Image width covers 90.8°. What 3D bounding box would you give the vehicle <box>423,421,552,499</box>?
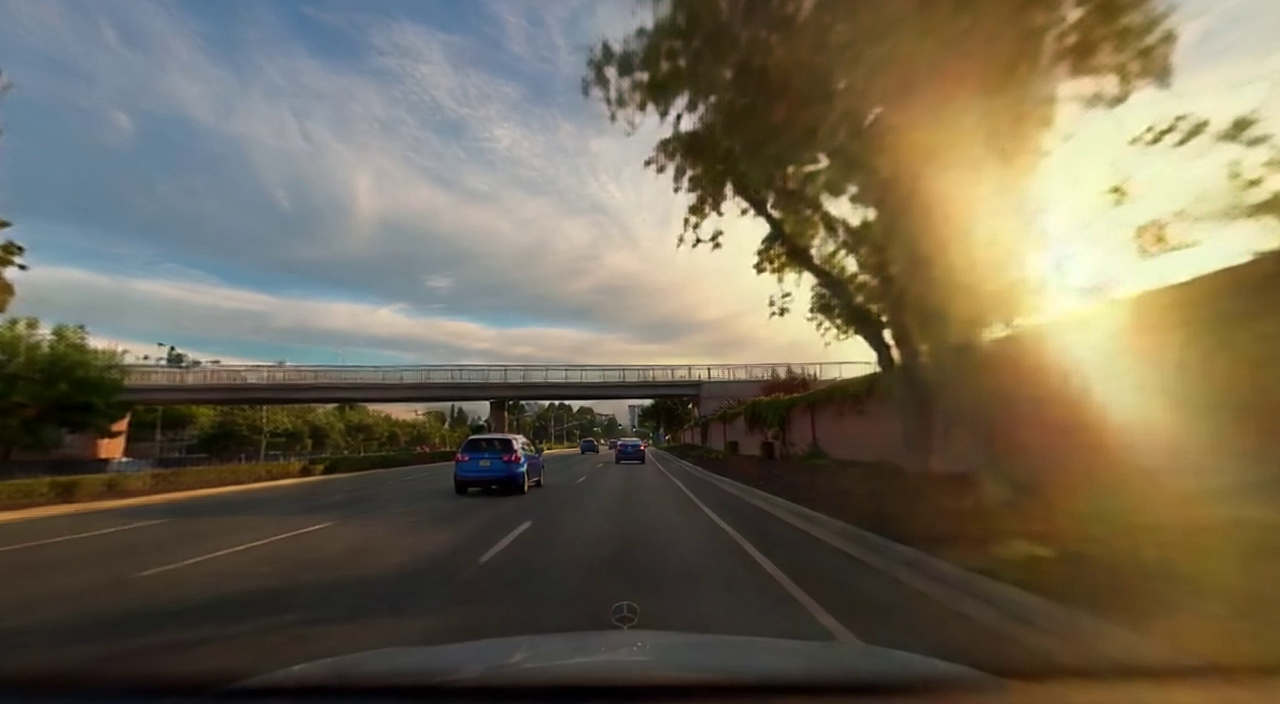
[{"bbox_3d":[-3.862,2.840,16.979,2.223,1.771,4.581,0,-8,1],"label":"vehicle"}]

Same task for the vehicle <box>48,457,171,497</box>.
[{"bbox_3d":[-24.808,5.824,29.816,1.854,1.645,4.522,0,-8,0],"label":"vehicle"}]

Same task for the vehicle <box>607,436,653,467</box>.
[{"bbox_3d":[-0.507,5.155,32.813,2.205,1.509,4.272,0,-8,-1],"label":"vehicle"}]
